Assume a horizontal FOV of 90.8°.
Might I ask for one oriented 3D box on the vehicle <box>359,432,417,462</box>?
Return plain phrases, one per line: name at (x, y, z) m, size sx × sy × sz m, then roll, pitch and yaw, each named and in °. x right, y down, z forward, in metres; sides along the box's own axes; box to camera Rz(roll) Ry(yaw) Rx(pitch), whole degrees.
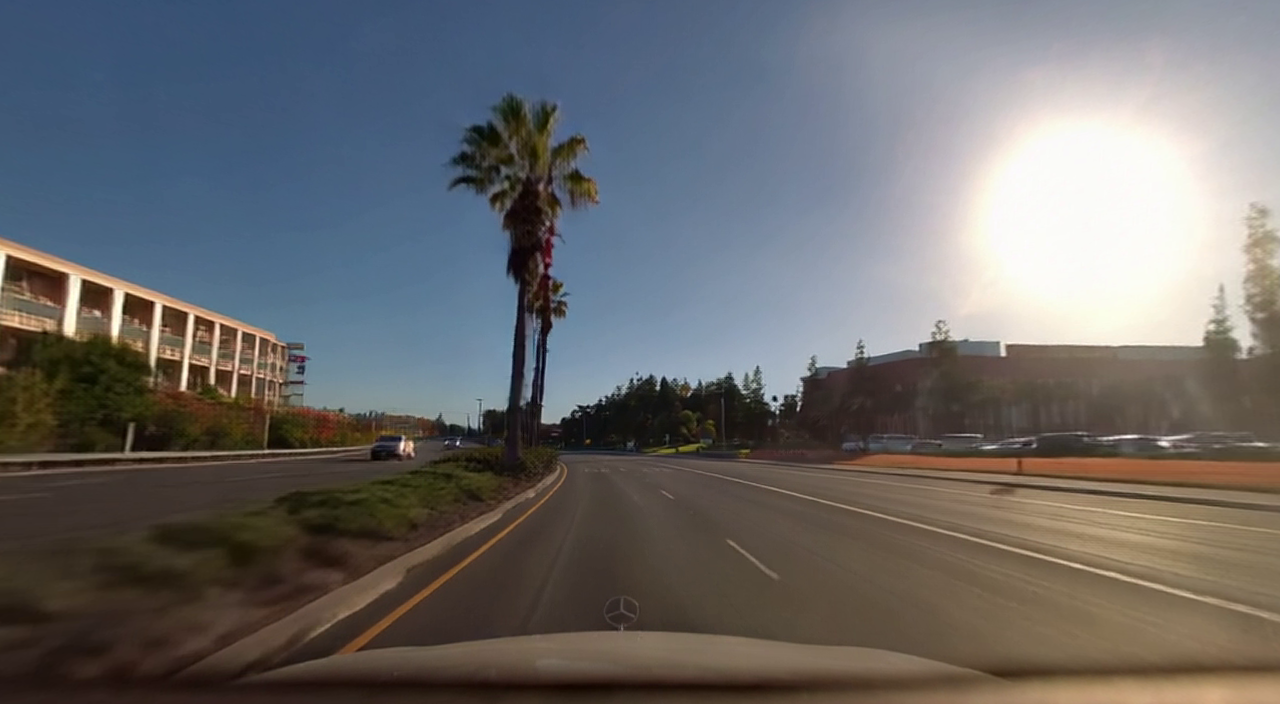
vehicle at (-14.951, 5.679, 37.748) m, size 1.961 × 1.664 × 4.422 m, roll 1°, pitch -9°, yaw -6°
